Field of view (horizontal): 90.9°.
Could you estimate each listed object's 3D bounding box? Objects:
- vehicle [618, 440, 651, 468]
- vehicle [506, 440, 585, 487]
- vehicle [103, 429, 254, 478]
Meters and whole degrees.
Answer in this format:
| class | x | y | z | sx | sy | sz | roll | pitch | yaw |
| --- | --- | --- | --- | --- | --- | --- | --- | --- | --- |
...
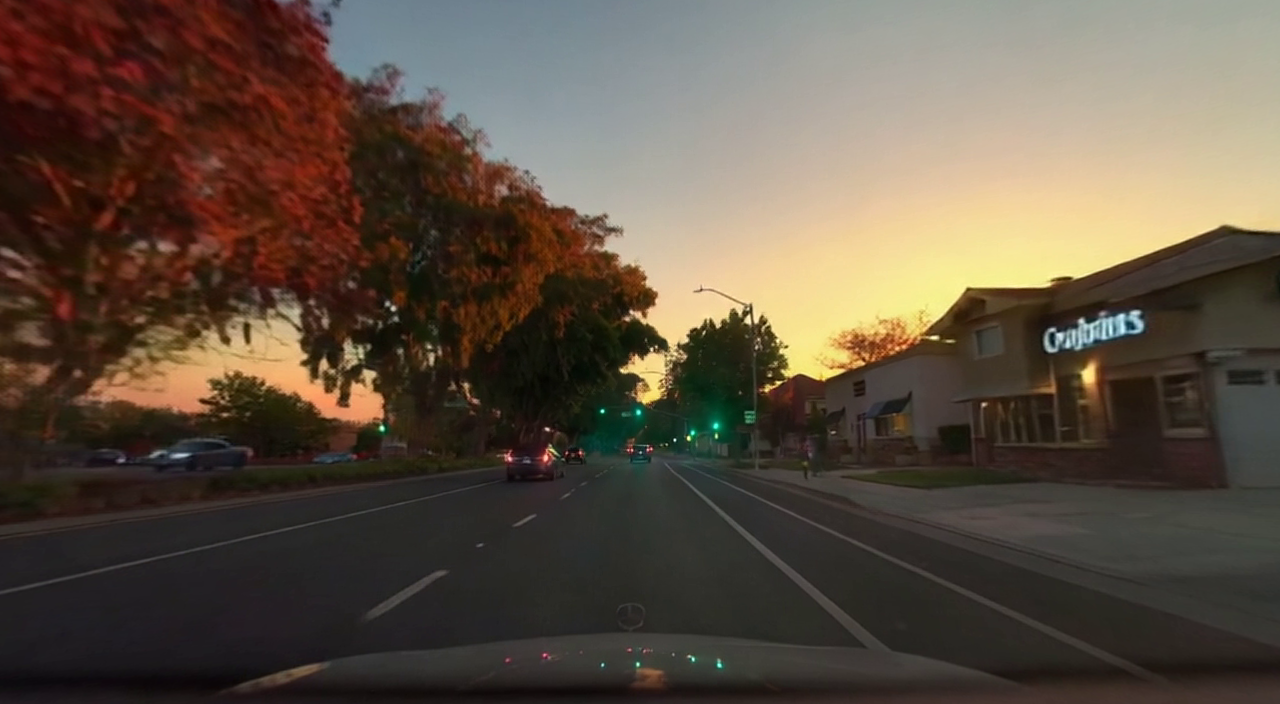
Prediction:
| class | x | y | z | sx | sy | sz | roll | pitch | yaw |
| --- | --- | --- | --- | --- | --- | --- | --- | --- | --- |
| vehicle | -0.360 | 6.987 | 43.368 | 2.153 | 1.764 | 4.047 | 0 | -8 | 0 |
| vehicle | -3.223 | 3.894 | 22.395 | 2.015 | 1.470 | 4.458 | 0 | -8 | 1 |
| vehicle | -20.523 | 4.540 | 28.476 | 2.226 | 1.987 | 5.777 | 0 | -8 | 3 |
